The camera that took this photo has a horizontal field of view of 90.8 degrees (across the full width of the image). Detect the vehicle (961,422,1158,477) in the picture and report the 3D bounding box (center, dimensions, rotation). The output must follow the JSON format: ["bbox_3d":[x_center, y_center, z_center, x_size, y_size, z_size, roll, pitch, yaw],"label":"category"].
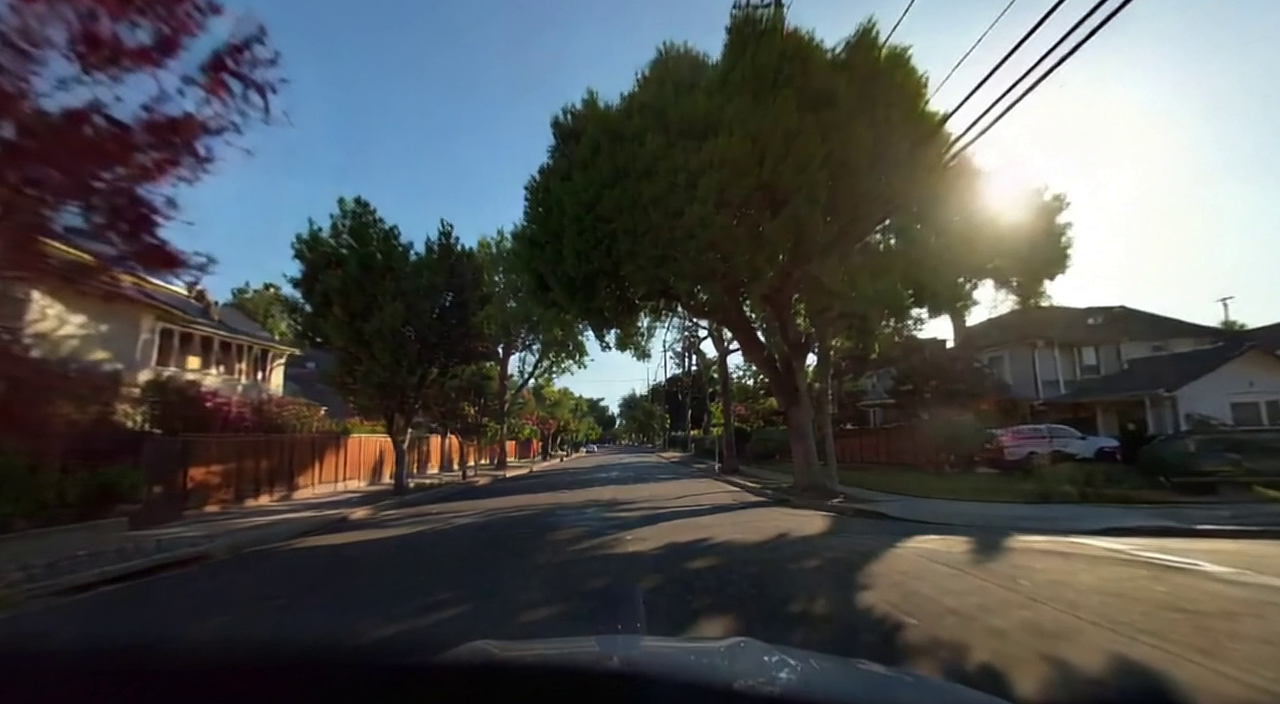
[{"bbox_3d":[12.364,2.922,18.982,4.286,1.525,2.219,-2,-9,11],"label":"vehicle"}]
